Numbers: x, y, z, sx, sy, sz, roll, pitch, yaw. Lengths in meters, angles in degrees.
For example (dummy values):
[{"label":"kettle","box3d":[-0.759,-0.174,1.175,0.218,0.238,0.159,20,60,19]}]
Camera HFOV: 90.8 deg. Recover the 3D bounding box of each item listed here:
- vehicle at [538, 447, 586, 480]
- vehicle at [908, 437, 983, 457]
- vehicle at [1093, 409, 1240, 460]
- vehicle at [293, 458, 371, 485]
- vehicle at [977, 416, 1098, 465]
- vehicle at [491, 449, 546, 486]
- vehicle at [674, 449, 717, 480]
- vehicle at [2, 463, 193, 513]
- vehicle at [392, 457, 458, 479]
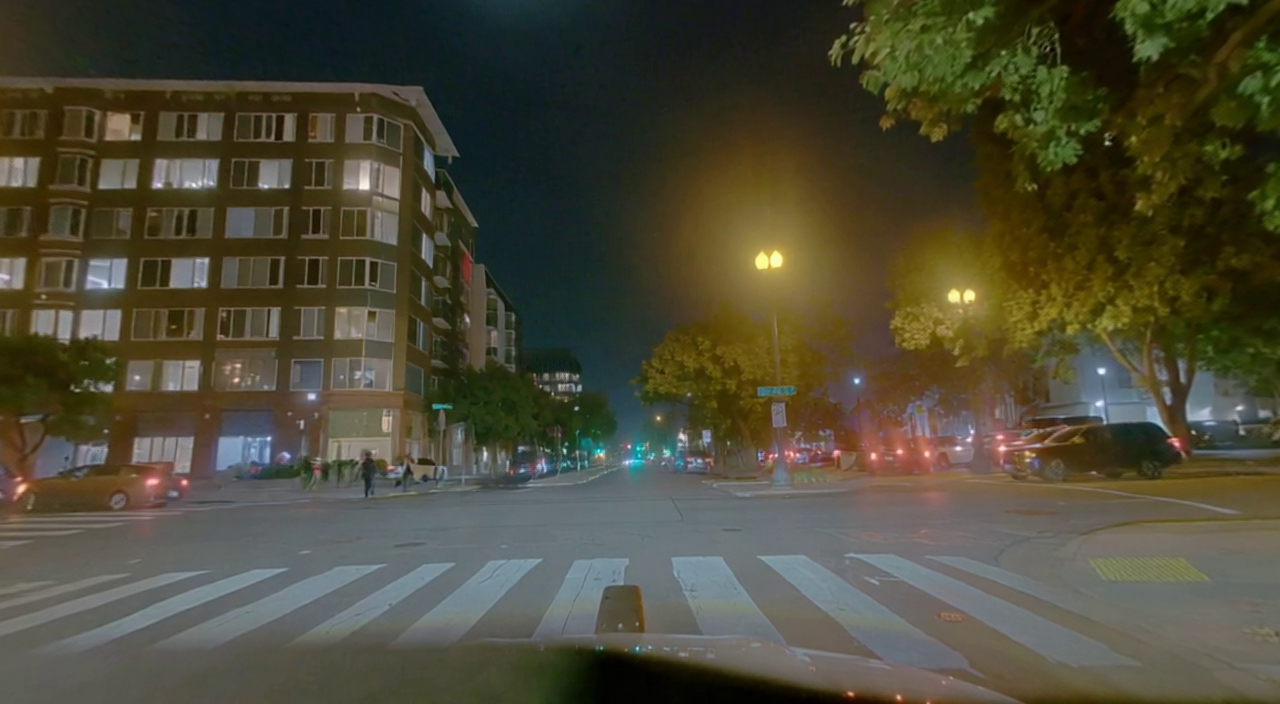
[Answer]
[{"label":"vehicle","box3d":[-4.499,6.508,37.056,2.102,1.768,4.290,-2,-9,2]},{"label":"vehicle","box3d":[23.018,7.157,47.737,4.528,1.475,2.070,0,-8,3]},{"label":"vehicle","box3d":[22.307,3.573,27.115,2.137,1.962,4.988,-1,-8,3]},{"label":"vehicle","box3d":[-23.159,8.972,47.524,4.844,1.836,2.117,-2,-8,8]},{"label":"vehicle","box3d":[16.746,3.829,26.968,2.041,1.921,4.574,0,-9,-2]},{"label":"vehicle","box3d":[-7.613,7.300,40.217,2.193,1.814,5.061,-9,-8,0]},{"label":"vehicle","box3d":[3.104,6.316,35.803,1.942,1.603,3.785,0,-8,-2]},{"label":"vehicle","box3d":[-17.314,4.336,20.340,4.439,1.448,1.793,0,-9,0]},{"label":"vehicle","box3d":[-16.029,8.670,47.222,4.203,1.544,1.889,-1,-8,3]}]
